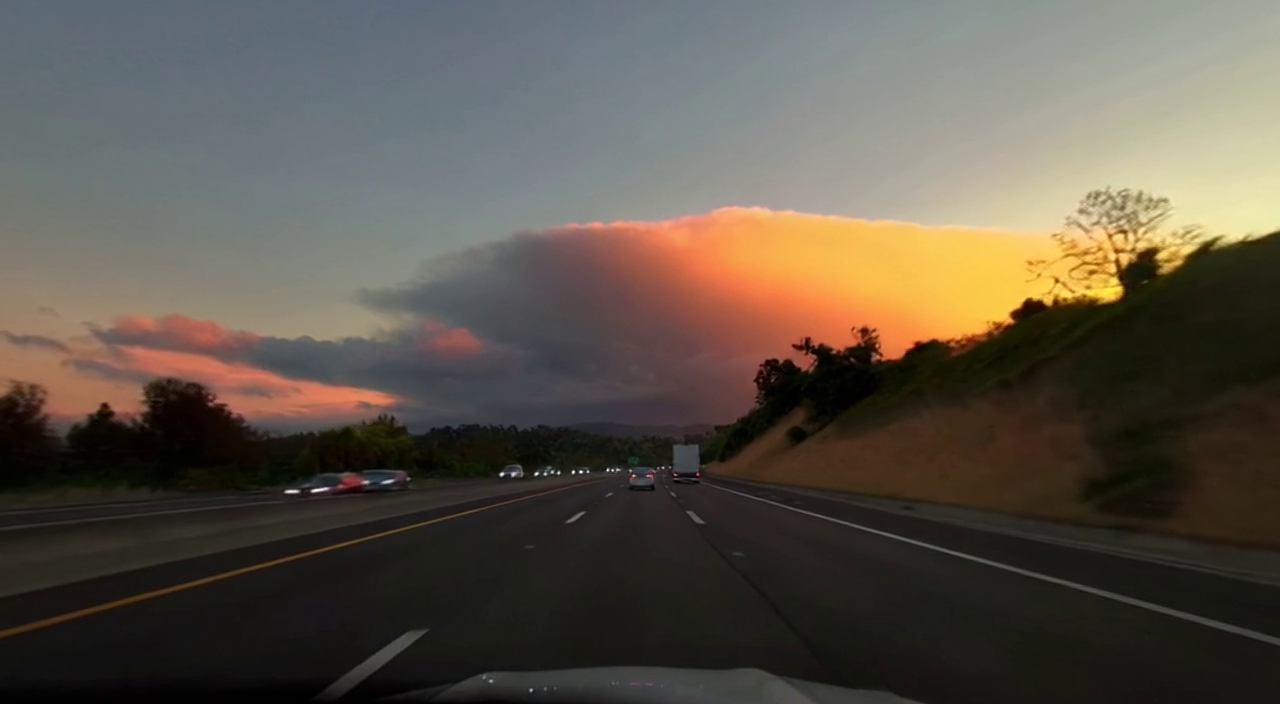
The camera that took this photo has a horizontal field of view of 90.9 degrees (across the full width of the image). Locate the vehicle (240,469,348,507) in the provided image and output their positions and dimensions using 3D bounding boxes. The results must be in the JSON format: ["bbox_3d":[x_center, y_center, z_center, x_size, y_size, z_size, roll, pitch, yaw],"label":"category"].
[{"bbox_3d":[-14.853,5.836,27.389,1.995,1.479,4.651,0,-10,1],"label":"vehicle"}]

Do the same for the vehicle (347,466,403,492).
[{"bbox_3d":[-18.416,8.857,44.008,1.886,1.655,4.335,0,-10,1],"label":"vehicle"}]

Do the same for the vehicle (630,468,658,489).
[{"bbox_3d":[0.317,9.393,46.946,2.015,1.478,3.920,0,-10,0],"label":"vehicle"}]
